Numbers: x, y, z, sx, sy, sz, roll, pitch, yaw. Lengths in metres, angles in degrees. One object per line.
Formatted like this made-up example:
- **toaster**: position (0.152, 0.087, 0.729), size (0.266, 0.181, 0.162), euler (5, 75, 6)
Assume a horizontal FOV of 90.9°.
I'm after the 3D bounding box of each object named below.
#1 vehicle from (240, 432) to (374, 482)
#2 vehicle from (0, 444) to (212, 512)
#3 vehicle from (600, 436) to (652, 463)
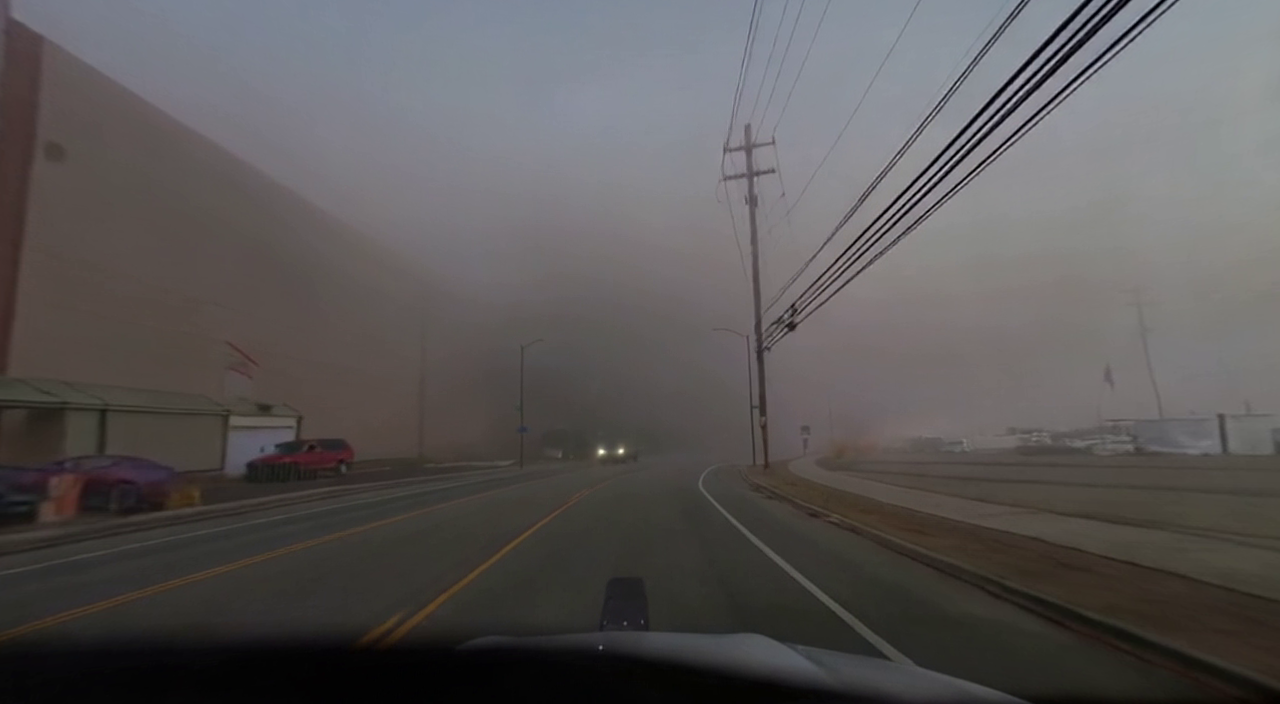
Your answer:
- **vehicle**: position (-15.864, 5.126, 30.684), size (2.502, 2.113, 6.488), euler (-1, -10, 5)
- **vehicle**: position (-14.467, 3.347, 17.357), size (2.070, 1.577, 4.652), euler (0, -8, 0)
- **vehicle**: position (-1.015, 7.603, 49.156), size (2.490, 1.961, 5.553), euler (-2, -9, 16)
